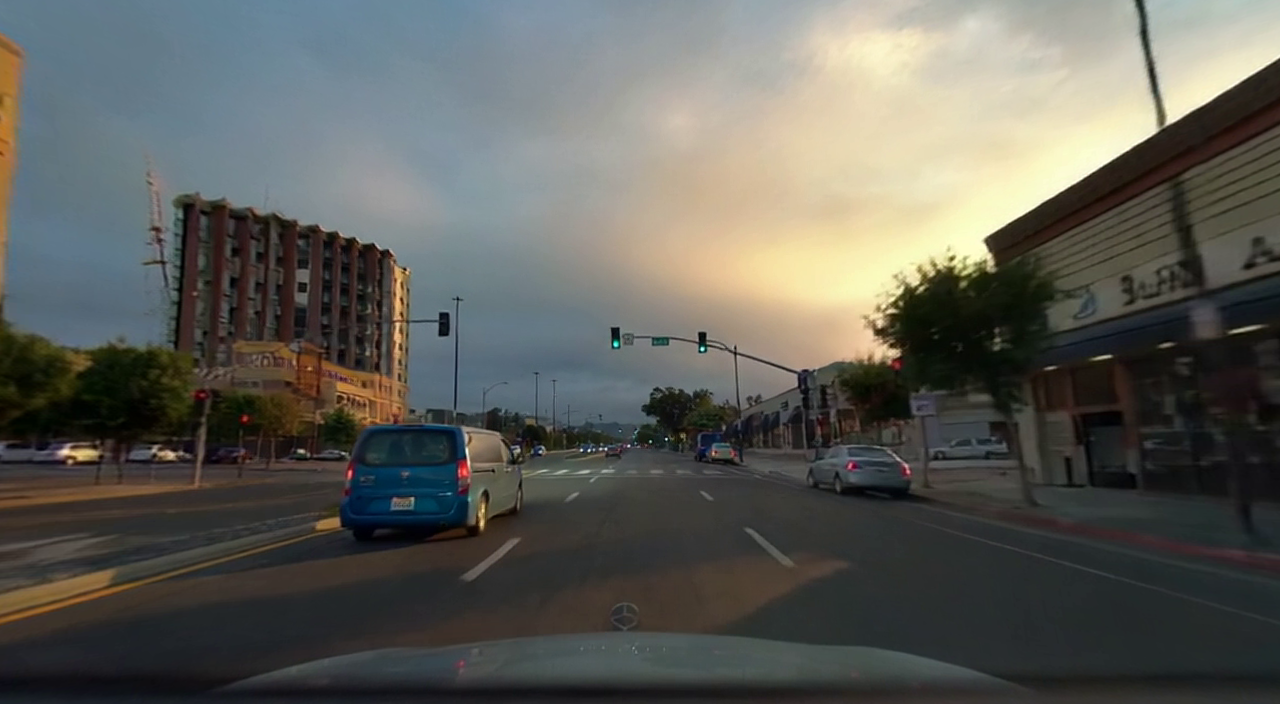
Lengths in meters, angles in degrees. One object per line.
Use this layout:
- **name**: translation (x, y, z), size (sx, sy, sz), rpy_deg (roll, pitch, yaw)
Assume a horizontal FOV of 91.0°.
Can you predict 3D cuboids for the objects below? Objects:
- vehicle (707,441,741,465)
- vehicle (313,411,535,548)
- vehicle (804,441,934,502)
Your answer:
- **vehicle**: translation (6.355, 7.661, 47.986), size (1.942, 1.753, 4.912), rpy_deg (0, -8, 0)
- **vehicle**: translation (-3.054, 1.891, 9.898), size (2.080, 1.722, 3.766), rpy_deg (0, -8, 1)
- **vehicle**: translation (6.459, 3.398, 18.440), size (1.967, 1.534, 4.683), rpy_deg (0, -8, -1)
